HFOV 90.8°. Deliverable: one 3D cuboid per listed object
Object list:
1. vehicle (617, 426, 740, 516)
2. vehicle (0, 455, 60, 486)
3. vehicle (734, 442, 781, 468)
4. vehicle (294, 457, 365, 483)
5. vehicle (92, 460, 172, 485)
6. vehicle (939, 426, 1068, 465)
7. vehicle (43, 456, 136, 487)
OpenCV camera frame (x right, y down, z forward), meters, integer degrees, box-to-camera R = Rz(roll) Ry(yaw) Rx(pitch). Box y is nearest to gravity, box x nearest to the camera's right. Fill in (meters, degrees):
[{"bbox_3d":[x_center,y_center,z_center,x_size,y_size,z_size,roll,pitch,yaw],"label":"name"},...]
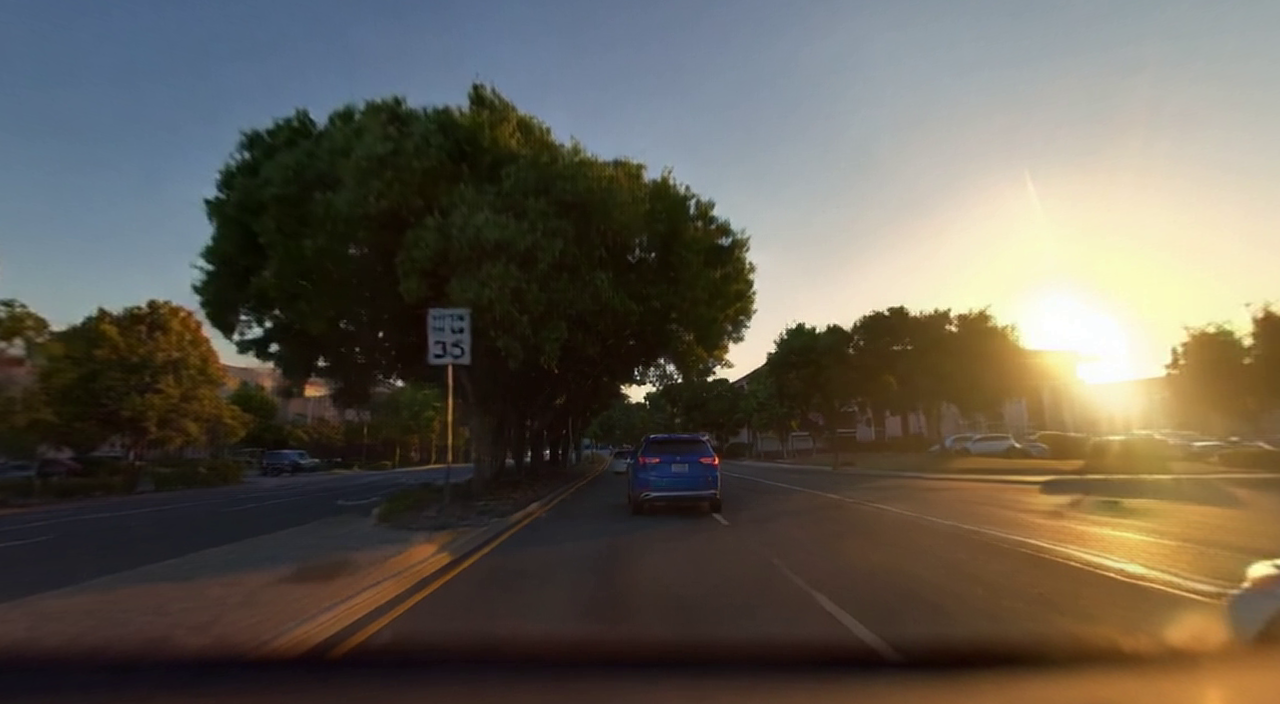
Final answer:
[{"bbox_3d":[0.662,2.578,14.241,2.239,1.693,4.301,0,-8,-3],"label":"vehicle"},{"bbox_3d":[-39.846,7.450,39.869,1.979,1.822,4.659,0,-8,1],"label":"vehicle"},{"bbox_3d":[6.981,6.151,37.934,1.930,1.457,4.267,0,-8,-1],"label":"vehicle"},{"bbox_3d":[-19.496,7.402,39.892,1.848,1.460,4.641,-1,-8,4],"label":"vehicle"},{"bbox_3d":[-31.425,7.441,39.222,1.765,1.417,3.827,0,-8,0],"label":"vehicle"},{"bbox_3d":[20.468,5.305,35.778,5.820,1.968,2.301,-1,-9,-3],"label":"vehicle"},{"bbox_3d":[-34.240,7.442,39.463,1.926,1.722,4.264,0,-8,0],"label":"vehicle"}]
